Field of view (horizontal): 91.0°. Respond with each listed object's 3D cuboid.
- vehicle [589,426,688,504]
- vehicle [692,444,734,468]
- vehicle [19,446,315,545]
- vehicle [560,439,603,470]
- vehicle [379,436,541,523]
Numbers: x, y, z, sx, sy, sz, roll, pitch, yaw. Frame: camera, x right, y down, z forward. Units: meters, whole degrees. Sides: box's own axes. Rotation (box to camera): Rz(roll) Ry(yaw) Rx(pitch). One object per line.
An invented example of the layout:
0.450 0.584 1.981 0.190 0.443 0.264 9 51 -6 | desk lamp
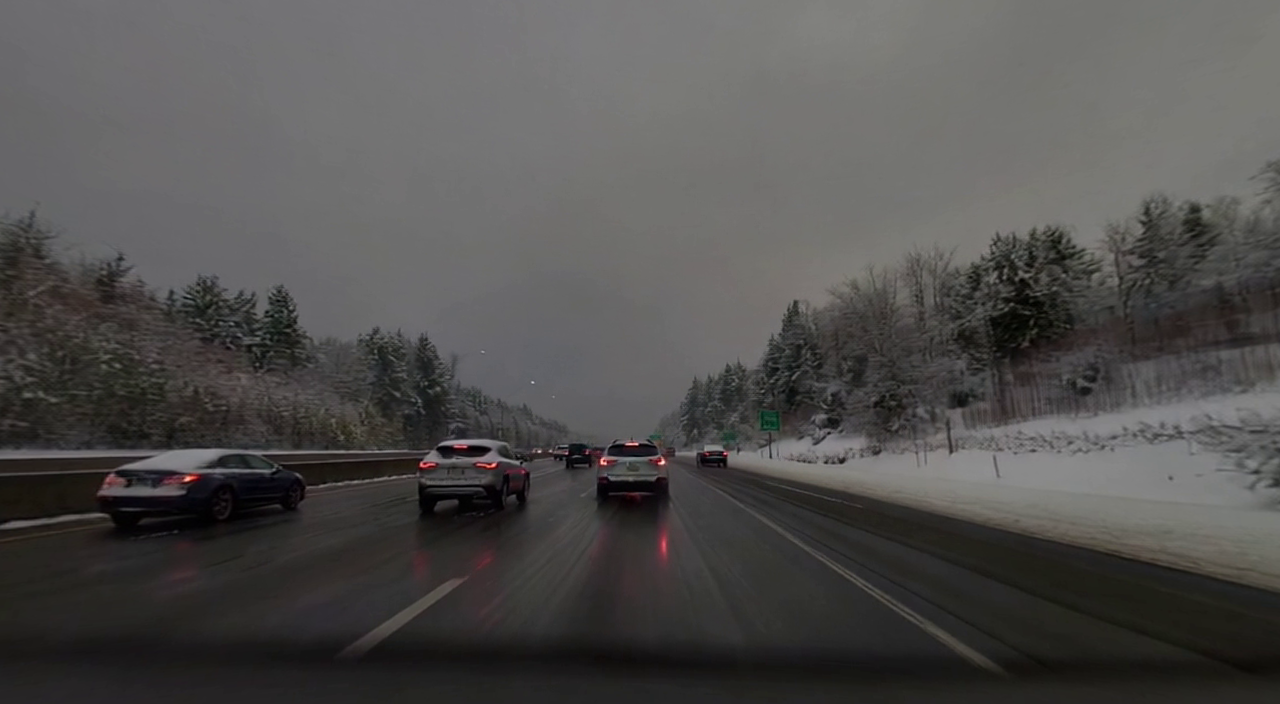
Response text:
-0.027 2.855 16.237 2.223 1.722 4.177 0 -9 0 | vehicle
4.586 6.637 40.403 2.006 1.474 4.669 0 -9 -2 | vehicle
-7.792 2.350 11.034 1.948 1.391 4.111 0 -9 1 | vehicle
-3.497 6.223 38.431 2.142 1.808 4.266 0 -9 1 | vehicle
-3.486 2.543 13.168 2.011 1.498 4.341 0 -9 1 | vehicle
